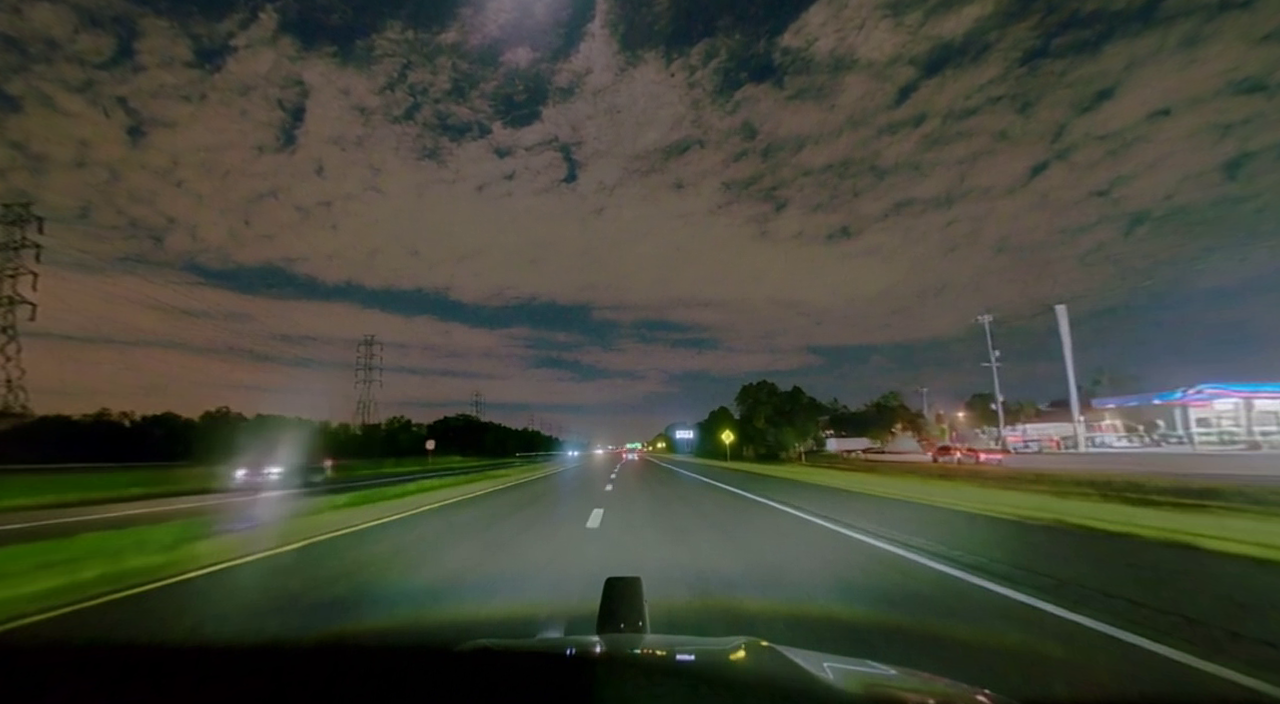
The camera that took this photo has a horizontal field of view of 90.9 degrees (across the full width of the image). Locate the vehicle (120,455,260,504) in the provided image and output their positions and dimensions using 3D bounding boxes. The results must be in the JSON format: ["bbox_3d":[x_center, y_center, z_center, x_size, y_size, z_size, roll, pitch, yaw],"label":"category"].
[{"bbox_3d":[-14.899,4.195,21.195,1.765,1.416,4.072,0,-9,-1],"label":"vehicle"}]

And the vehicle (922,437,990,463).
[{"bbox_3d":[20.741,6.474,41.564,2.029,1.578,4.313,1,-9,-3],"label":"vehicle"}]
